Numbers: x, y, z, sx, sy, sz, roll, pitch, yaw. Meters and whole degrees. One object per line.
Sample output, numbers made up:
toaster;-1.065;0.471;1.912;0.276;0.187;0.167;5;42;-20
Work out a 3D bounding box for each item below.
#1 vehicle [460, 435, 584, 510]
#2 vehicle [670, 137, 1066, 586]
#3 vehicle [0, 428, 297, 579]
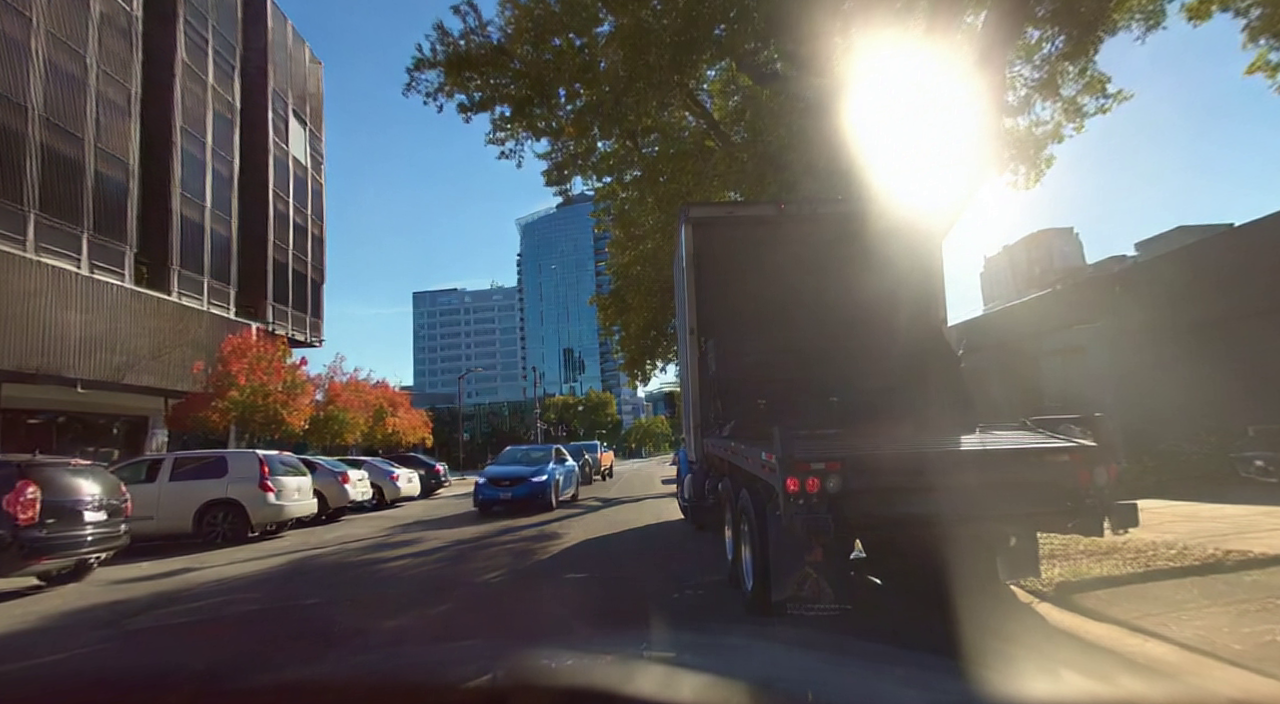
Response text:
vehicle;-2.658;2.832;15.337;2.183;1.563;4.257;0;-8;0
vehicle;2.534;0.833;11.457;3.320;4.034;11.553;-1;-8;6
vehicle;-8.153;2.087;9.234;5.022;1.872;2.137;7;-11;-41
